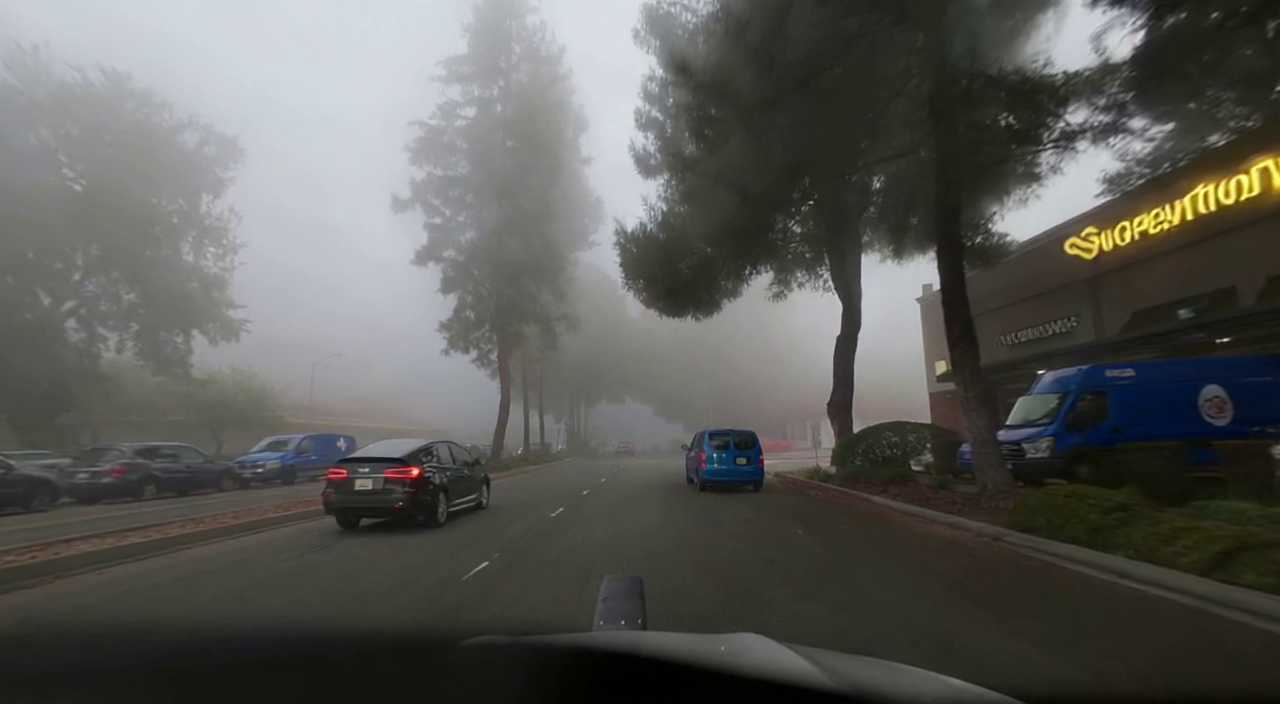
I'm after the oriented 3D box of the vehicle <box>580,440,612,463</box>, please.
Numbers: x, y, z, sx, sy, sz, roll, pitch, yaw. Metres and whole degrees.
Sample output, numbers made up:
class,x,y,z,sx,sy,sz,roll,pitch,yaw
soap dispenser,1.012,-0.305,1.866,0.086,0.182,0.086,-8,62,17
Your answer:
class,x,y,z,sx,sy,sz,roll,pitch,yaw
vehicle,-2.946,6.804,43.017,1.840,1.442,4.050,0,-8,1

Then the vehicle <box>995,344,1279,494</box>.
class,x,y,z,sx,sy,sz,roll,pitch,yaw
vehicle,13.179,1.653,15.315,7.188,3.303,2.772,0,-8,0

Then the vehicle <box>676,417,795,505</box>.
class,x,y,z,sx,sy,sz,roll,pitch,yaw
vehicle,2.071,2.564,15.079,2.293,1.779,4.457,-1,-8,2

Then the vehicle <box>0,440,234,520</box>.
class,x,y,z,sx,sy,sz,roll,pitch,yaw
vehicle,-11.855,2.832,14.534,1.854,1.522,4.473,0,-8,0

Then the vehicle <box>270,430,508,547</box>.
class,x,y,z,sx,sy,sz,roll,pitch,yaw
vehicle,-3.677,2.073,10.274,1.966,1.481,4.385,0,-8,2
